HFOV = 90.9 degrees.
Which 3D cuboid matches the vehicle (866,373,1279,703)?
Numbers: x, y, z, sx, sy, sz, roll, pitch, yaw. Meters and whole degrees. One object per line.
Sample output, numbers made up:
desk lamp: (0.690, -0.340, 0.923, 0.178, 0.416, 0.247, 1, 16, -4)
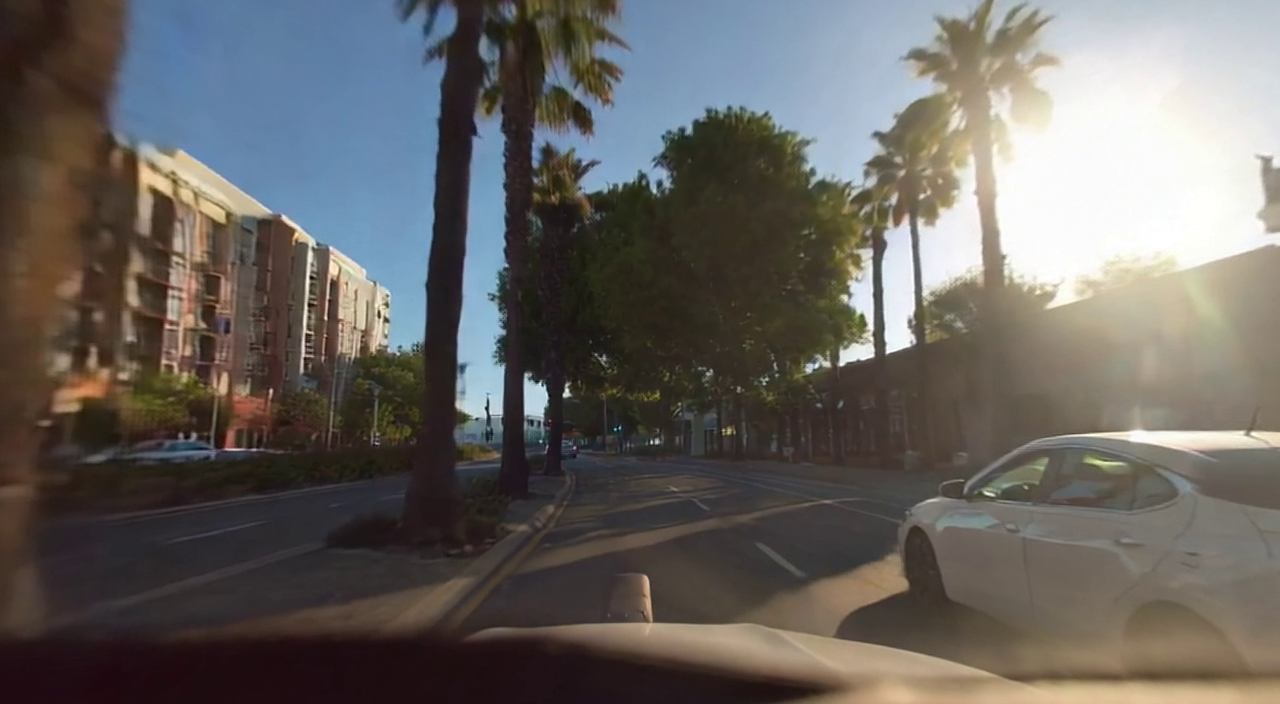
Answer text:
vehicle: (3.065, 1.074, 3.587, 1.867, 1.554, 4.301, 0, -9, -1)
